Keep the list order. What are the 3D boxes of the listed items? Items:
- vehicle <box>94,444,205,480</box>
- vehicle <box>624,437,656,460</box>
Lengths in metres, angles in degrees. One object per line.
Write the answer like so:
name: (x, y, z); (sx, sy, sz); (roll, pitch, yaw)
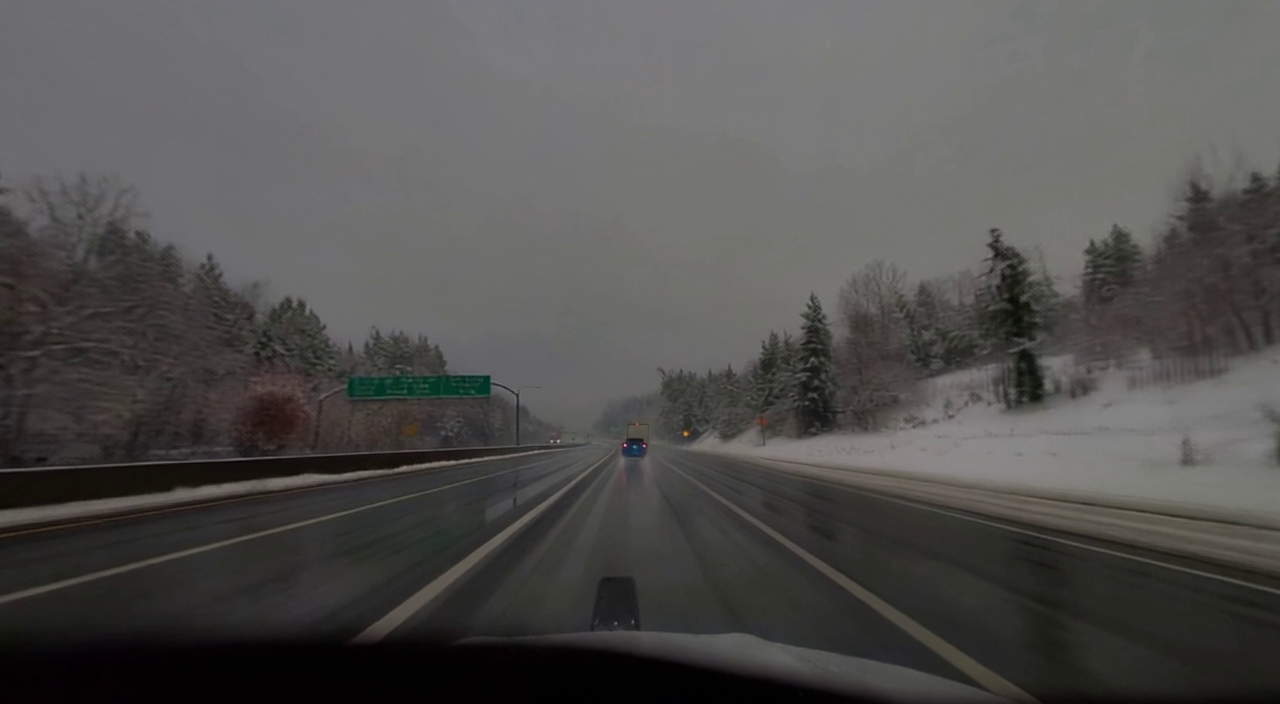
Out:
vehicle: (-22.494, 5.009, 29.089); (1.836, 1.475, 4.187); (0, -8, -1)
vehicle: (-0.053, 6.480, 42.516); (2.028, 1.440, 3.690); (0, -8, -2)
